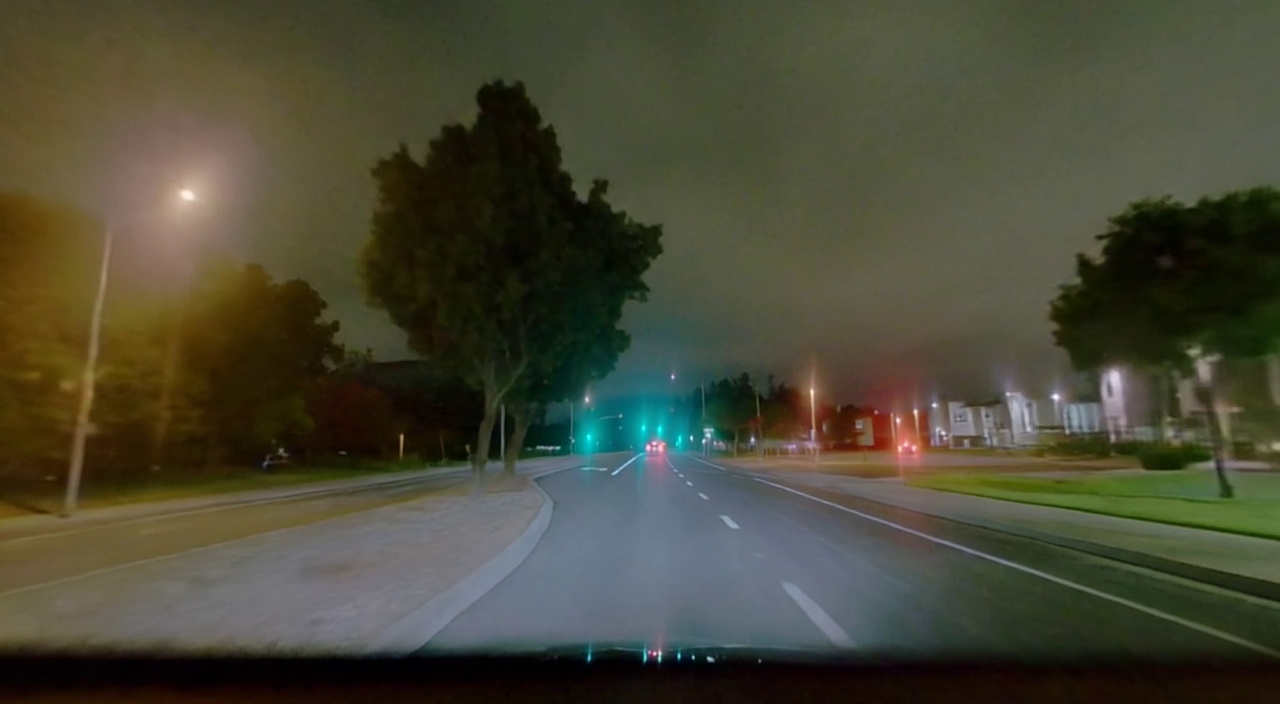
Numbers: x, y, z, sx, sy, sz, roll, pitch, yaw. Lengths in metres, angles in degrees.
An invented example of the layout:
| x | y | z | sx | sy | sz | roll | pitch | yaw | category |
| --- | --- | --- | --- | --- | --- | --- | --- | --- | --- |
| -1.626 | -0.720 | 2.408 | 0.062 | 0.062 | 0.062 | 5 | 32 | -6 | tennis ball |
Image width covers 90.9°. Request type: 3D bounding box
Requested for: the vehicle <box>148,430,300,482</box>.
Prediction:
| x | y | z | sx | sy | sz | roll | pitch | yaw | category |
| --- | --- | --- | --- | --- | --- | --- | --- | --- | --- |
| -22.928 | 5.764 | 35.033 | 6.364 | 2.595 | 2.828 | 0 | -9 | -3 | vehicle |

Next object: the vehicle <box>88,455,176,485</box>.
| x | y | z | sx | sy | sz | roll | pitch | yaw | category |
| --- | --- | --- | --- | --- | --- | --- | --- | --- | --- |
| -35.821 | 8.308 | 44.663 | 2.010 | 1.821 | 4.924 | 0 | -8 | 1 | vehicle |
